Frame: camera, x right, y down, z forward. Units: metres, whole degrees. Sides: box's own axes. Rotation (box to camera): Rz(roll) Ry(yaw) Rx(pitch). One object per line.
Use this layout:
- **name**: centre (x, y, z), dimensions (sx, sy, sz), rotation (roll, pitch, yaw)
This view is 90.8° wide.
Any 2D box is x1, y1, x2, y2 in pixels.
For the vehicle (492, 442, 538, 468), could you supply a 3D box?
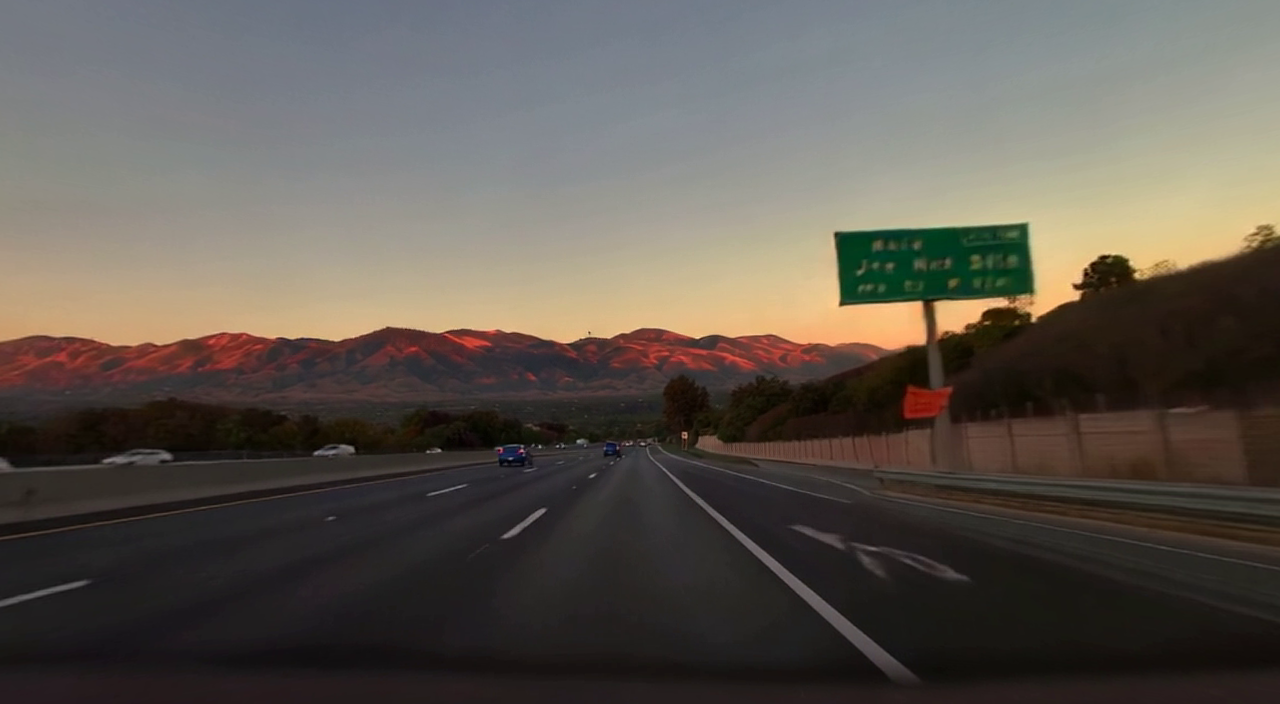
- **vehicle**: centre (-7.689, 6.374, 39.220), dimensions (1.930, 1.508, 4.567), rotation (0, -9, 0)

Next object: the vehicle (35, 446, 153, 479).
- **vehicle**: centre (-36.582, 7.392, 42.650), dimensions (2.354, 1.995, 6.272), rotation (0, -9, 0)

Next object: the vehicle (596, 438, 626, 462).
- **vehicle**: centre (-2.172, 7.597, 48.917), dimensions (2.029, 1.753, 4.718), rotation (0, -9, 1)
